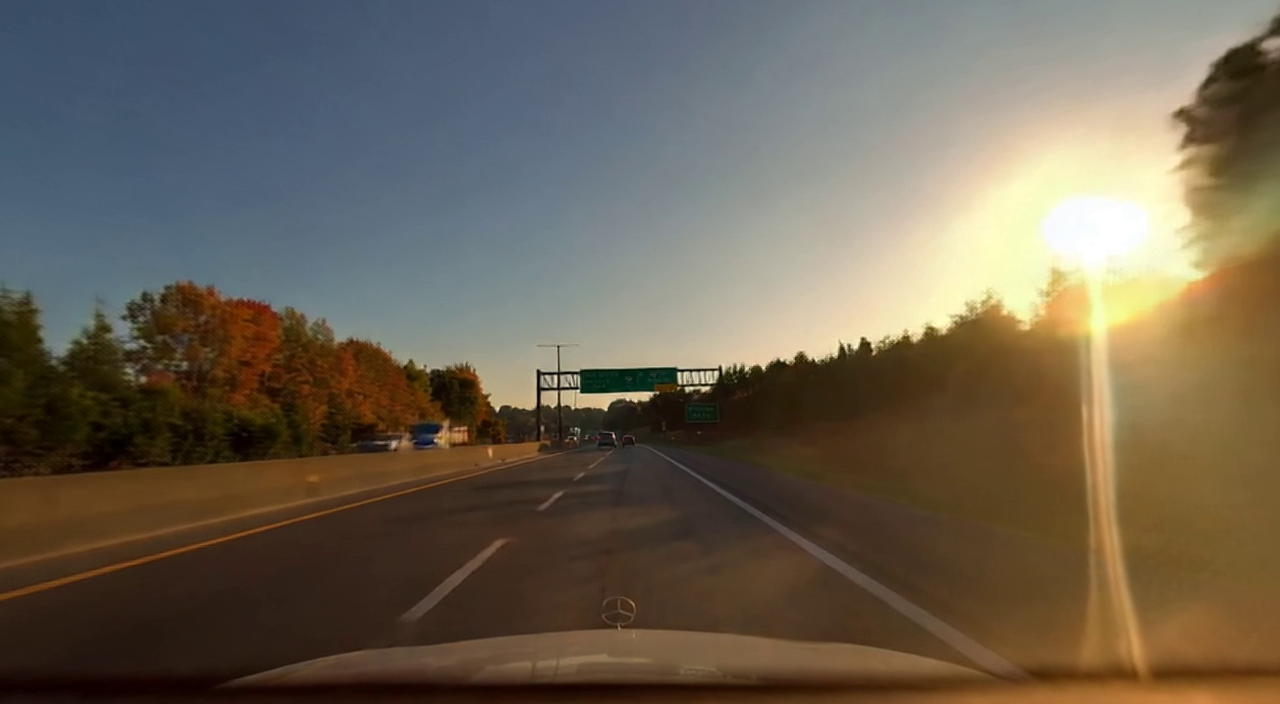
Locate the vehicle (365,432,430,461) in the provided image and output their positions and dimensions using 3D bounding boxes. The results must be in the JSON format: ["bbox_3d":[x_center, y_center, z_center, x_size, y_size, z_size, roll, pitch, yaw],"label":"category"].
[{"bbox_3d":[-15.700,6.137,41.124,2.053,1.724,5.287,0,-8,1],"label":"vehicle"}]

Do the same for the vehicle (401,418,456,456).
[{"bbox_3d":[-15.687,6.328,47.028,2.372,2.705,4.535,0,-8,1],"label":"vehicle"}]
